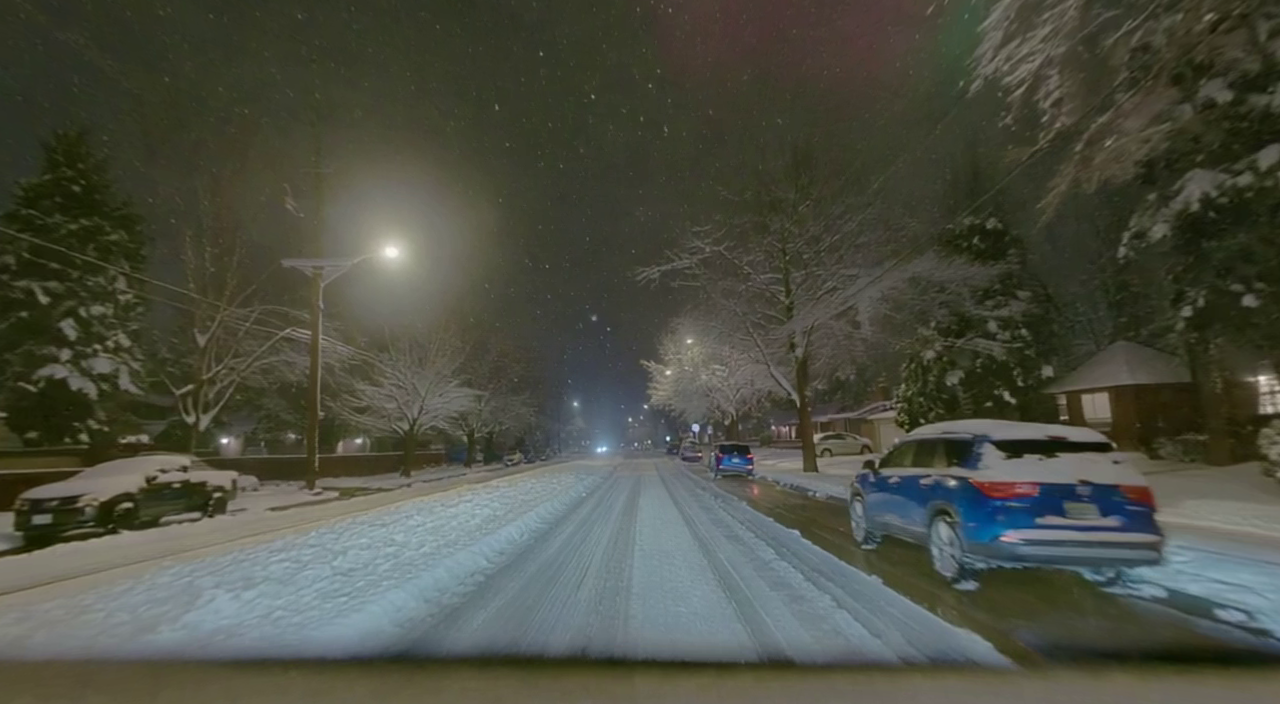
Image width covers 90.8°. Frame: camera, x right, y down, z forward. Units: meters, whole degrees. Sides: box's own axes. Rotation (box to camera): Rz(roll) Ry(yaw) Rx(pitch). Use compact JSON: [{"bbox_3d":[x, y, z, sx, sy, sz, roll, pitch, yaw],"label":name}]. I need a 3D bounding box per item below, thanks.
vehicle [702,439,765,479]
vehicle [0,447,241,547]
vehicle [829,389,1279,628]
[{"bbox_3d":[4.175,4.885,29.118,2.173,1.656,4.514,0,-8,-1],"label":"vehicle"},{"bbox_3d":[-11.232,3.018,13.911,2.077,1.822,4.305,0,-8,-1],"label":"vehicle"},{"bbox_3d":[4.024,1.565,7.341,2.139,1.827,4.791,0,-9,0],"label":"vehicle"}]
